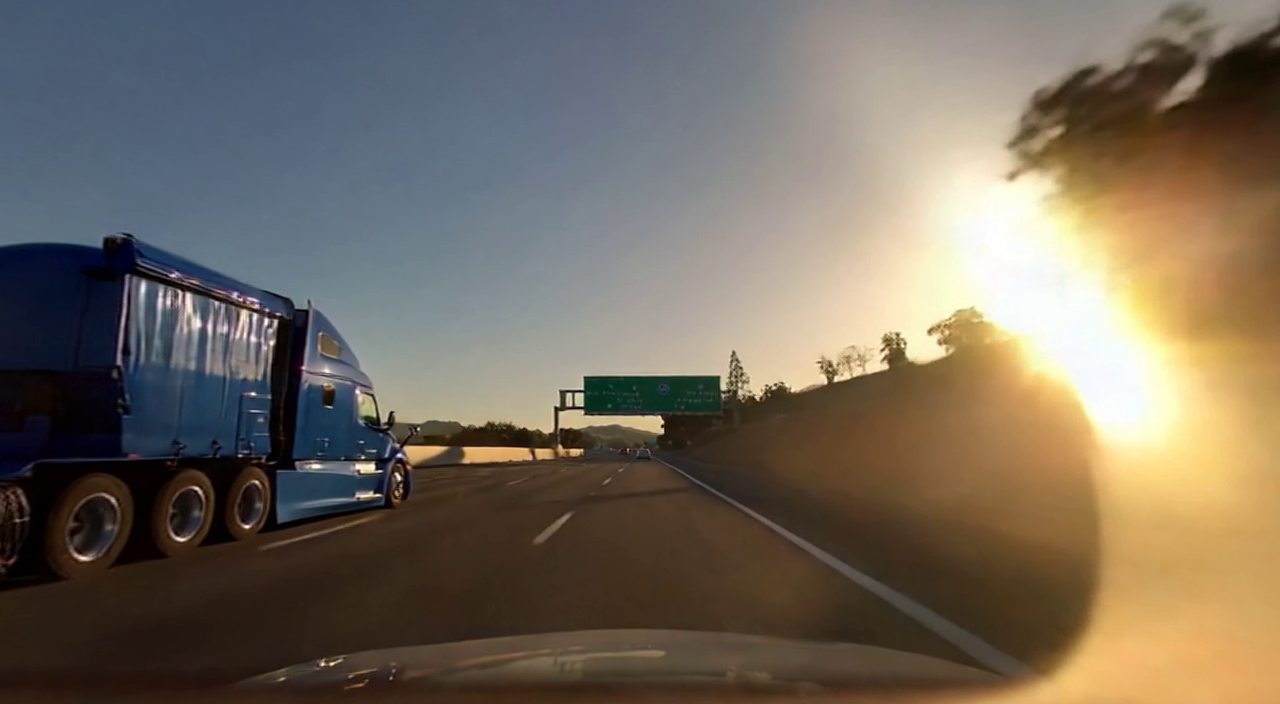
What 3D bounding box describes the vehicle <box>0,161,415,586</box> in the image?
[{"bbox_3d":[-6.880,0.749,10.099,2.996,3.947,8.600,1,-9,2],"label":"vehicle"}]
